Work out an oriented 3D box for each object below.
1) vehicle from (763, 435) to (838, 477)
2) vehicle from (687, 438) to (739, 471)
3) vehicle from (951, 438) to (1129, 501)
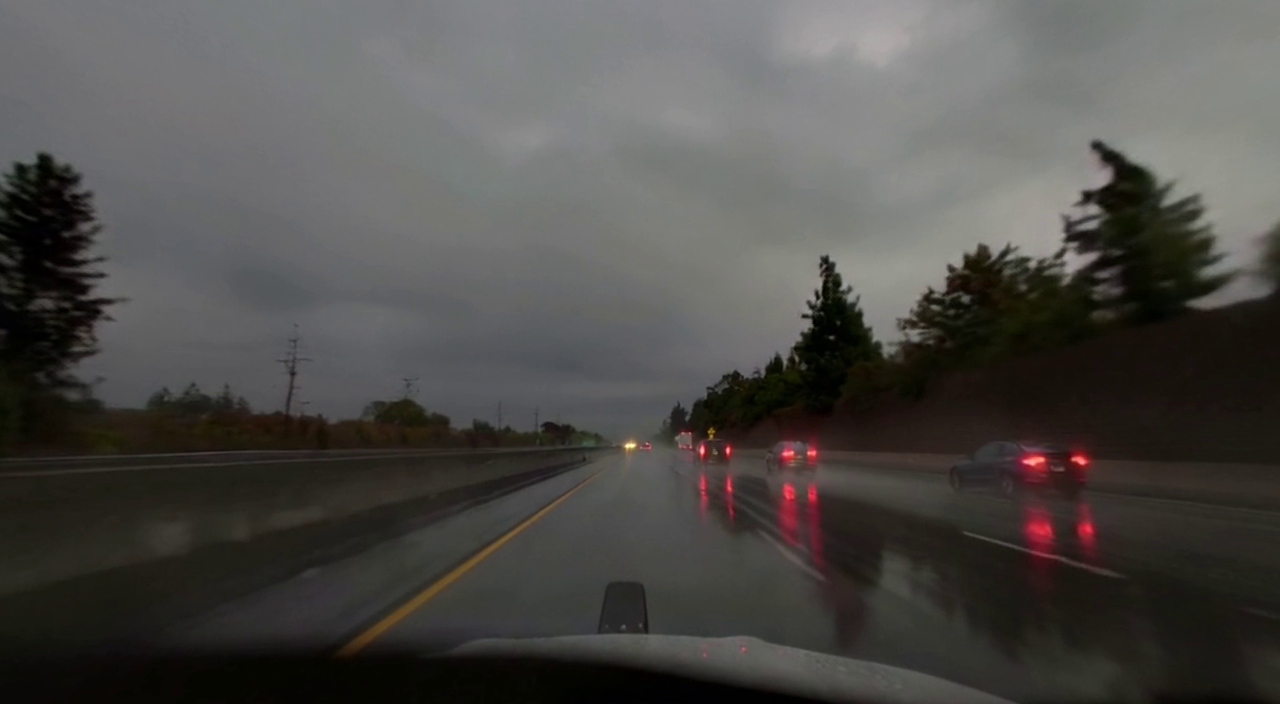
[{"bbox_3d":[7.227,4.744,28.944,2.178,1.749,4.570,0,-9,-1],"label":"vehicle"},{"bbox_3d":[3.909,5.590,34.541,2.326,1.644,4.206,0,-9,0],"label":"vehicle"},{"bbox_3d":[10.740,3.170,17.431,1.970,1.479,4.480,0,-9,0],"label":"vehicle"}]
